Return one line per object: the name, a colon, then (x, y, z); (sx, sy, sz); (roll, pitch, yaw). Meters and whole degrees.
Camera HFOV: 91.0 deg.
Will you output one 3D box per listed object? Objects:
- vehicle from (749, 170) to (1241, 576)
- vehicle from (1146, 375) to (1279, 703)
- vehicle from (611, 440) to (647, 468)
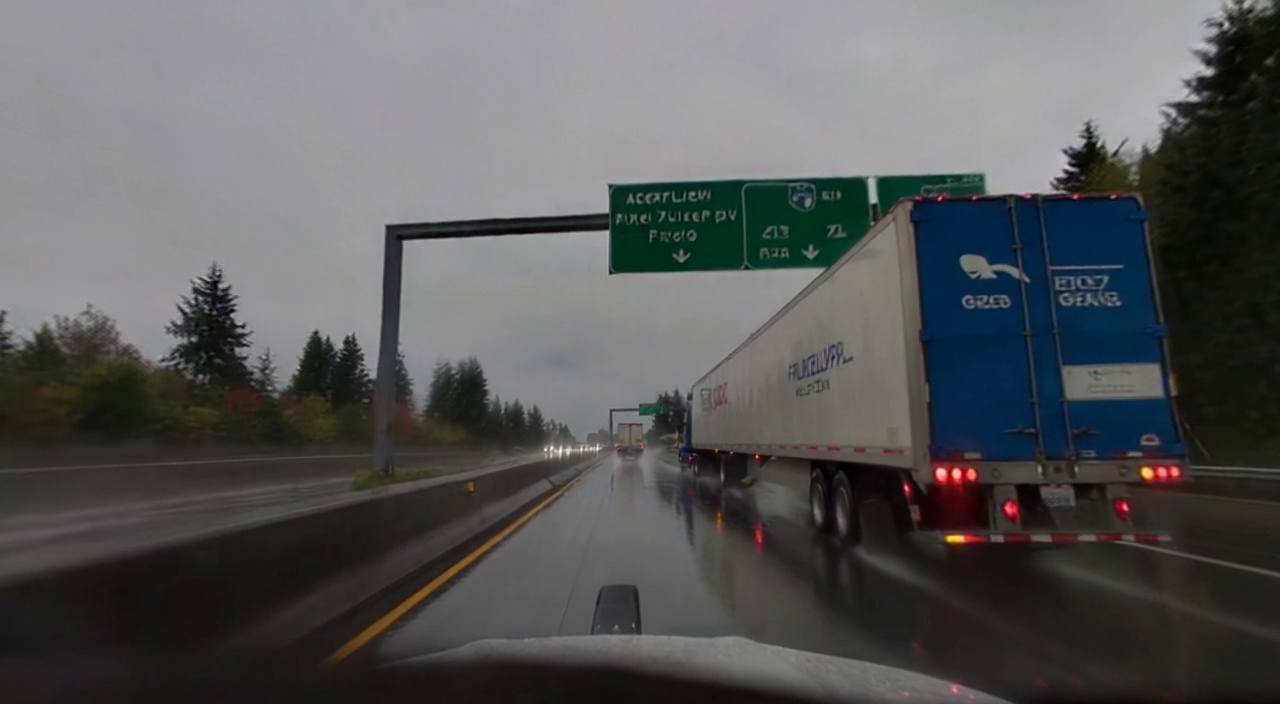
vehicle: (4.257, 0.744, 10.819); (2.853, 4.086, 9.078); (0, -8, -1)
vehicle: (4.793, 0.919, 3.098); (4.253, 1.543, 2.045); (4, -9, -30)
vehicle: (-0.658, 5.765, 35.796); (1.943, 1.491, 3.459); (0, -8, -2)
